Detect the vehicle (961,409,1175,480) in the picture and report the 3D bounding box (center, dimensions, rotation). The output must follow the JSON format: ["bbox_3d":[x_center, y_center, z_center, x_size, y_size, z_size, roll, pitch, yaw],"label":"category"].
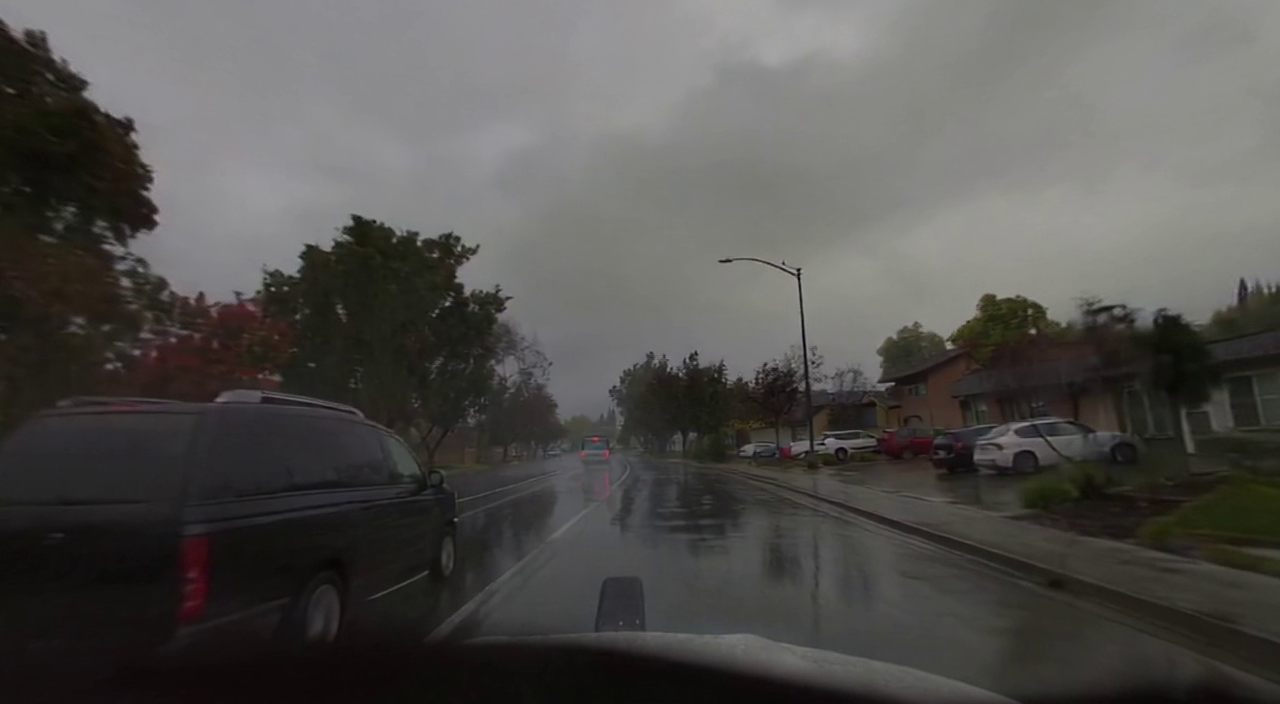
[{"bbox_3d":[11.266,2.478,16.901,4.249,1.550,1.843,-3,-8,2],"label":"vehicle"}]

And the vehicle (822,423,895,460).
[{"bbox_3d":[11.826,4.913,34.654,2.138,1.850,4.930,0,-9,-1],"label":"vehicle"}]

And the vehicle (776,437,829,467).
[{"bbox_3d":[8.893,5.511,35.046,1.897,1.524,4.604,-1,-9,3],"label":"vehicle"}]

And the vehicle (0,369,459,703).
[{"bbox_3d":[-3.030,1.202,4.201,2.205,1.590,4.852,0,-9,0],"label":"vehicle"}]

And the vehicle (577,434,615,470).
[{"bbox_3d":[-2.702,6.304,40.042,2.085,2.084,5.133,0,-9,-1],"label":"vehicle"}]
